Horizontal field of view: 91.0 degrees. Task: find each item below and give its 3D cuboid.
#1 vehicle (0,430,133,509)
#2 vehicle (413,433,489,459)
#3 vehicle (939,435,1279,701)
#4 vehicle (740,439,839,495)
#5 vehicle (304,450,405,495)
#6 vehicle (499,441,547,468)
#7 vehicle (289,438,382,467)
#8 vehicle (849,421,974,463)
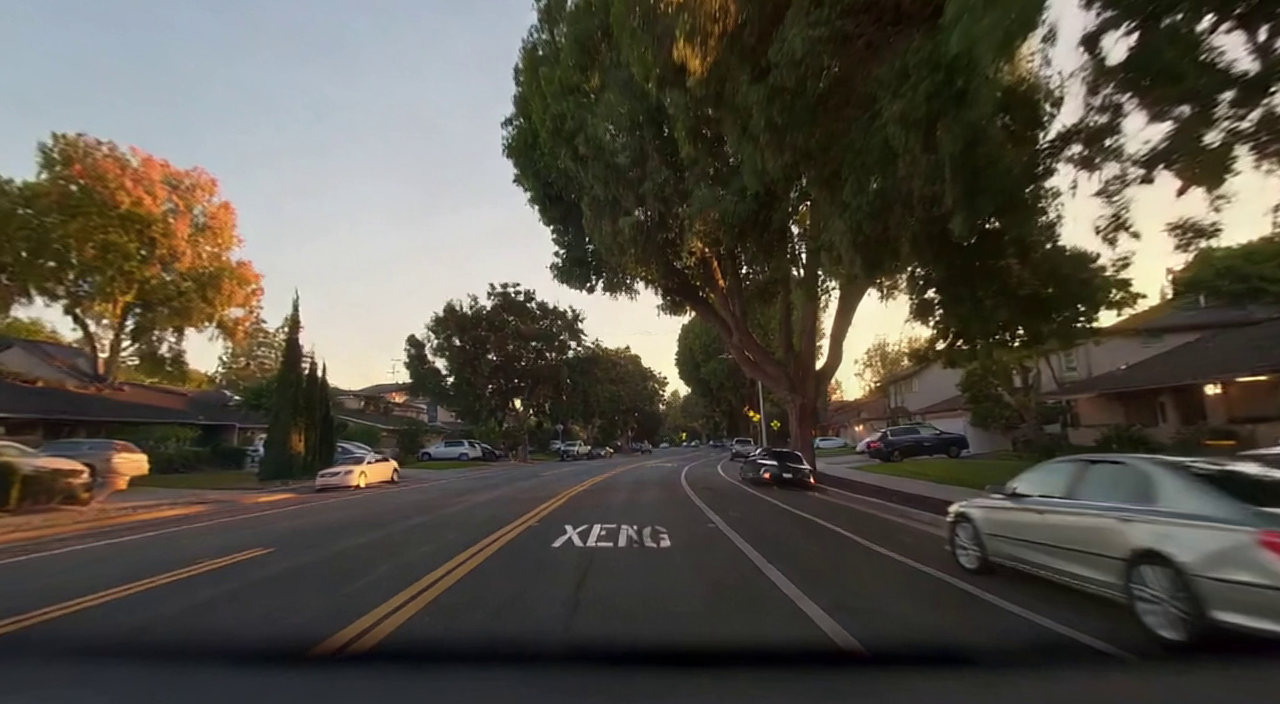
[{"bbox_3d":[-18.357,3.201,17.602,6.258,2.005,2.256,1,-7,-2],"label":"vehicle"},{"bbox_3d":[-14.725,7.337,49.131,5.192,1.915,2.200,-1,-8,10],"label":"vehicle"},{"bbox_3d":[4.489,1.486,5.097,2.006,1.440,4.248,5,-8,-1],"label":"vehicle"},{"bbox_3d":[4.478,3.487,19.606,1.996,1.466,4.458,2,-8,0],"label":"vehicle"},{"bbox_3d":[-11.369,4.800,25.365,2.091,1.461,4.058,-5,-9,2],"label":"vehicle"},{"bbox_3d":[-8.579,7.538,46.423,2.105,1.776,4.657,-4,-9,8],"label":"vehicle"},{"bbox_3d":[-18.546,6.107,38.435,4.610,1.714,2.160,-1,-9,10],"label":"vehicle"},{"bbox_3d":[13.358,4.452,31.286,5.216,1.972,2.122,-1,-7,4],"label":"vehicle"}]
